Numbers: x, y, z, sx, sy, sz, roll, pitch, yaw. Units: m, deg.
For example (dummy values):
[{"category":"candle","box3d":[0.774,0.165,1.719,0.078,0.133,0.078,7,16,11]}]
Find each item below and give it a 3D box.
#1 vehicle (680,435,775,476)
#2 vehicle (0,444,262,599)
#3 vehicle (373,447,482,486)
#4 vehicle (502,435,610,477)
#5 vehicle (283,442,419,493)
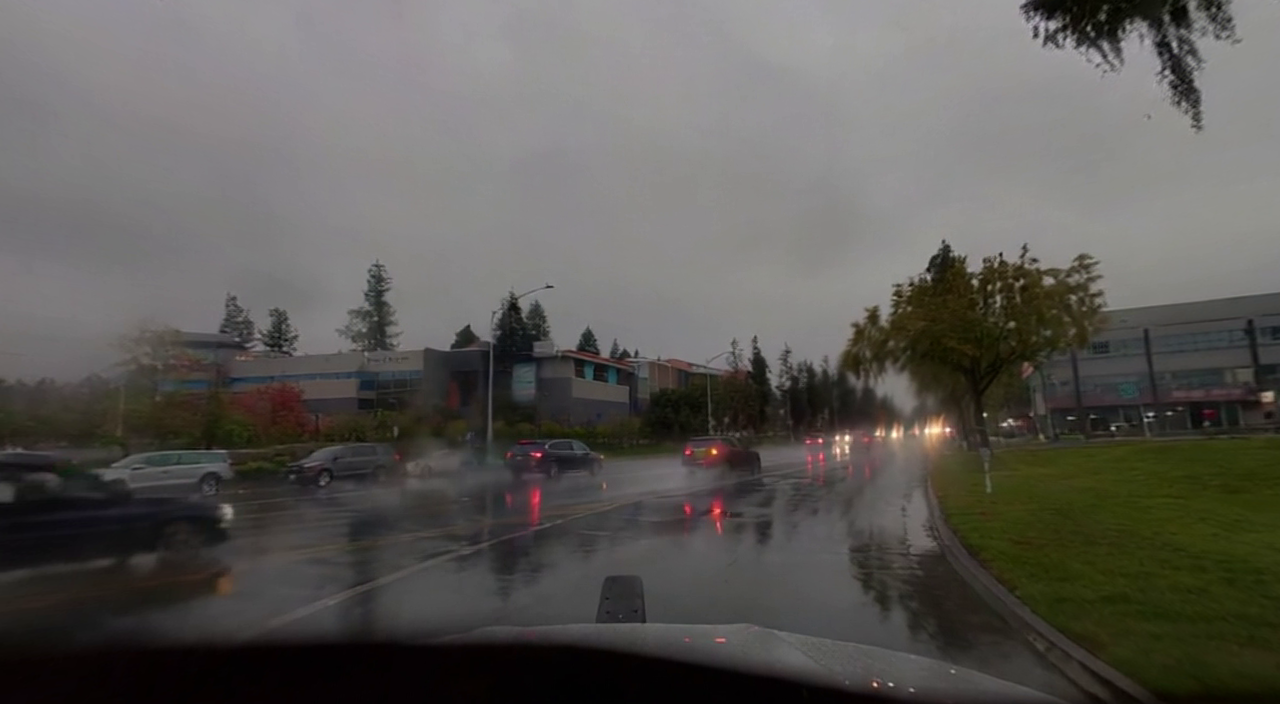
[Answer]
[{"category":"vehicle","box3d":[3.618,4.175,25.442,1.984,1.482,4.482,-6,-11,34]},{"category":"vehicle","box3d":[-6.954,1.669,6.503,2.056,1.442,4.725,-6,-11,36]},{"category":"vehicle","box3d":[-11.610,6.236,34.905,2.261,1.733,5.381,-5,-8,33]},{"category":"vehicle","box3d":[-3.858,4.897,29.792,2.506,1.718,4.822,-9,-12,31]},{"category":"vehicle","box3d":[-12.488,4.932,27.634,2.134,1.924,4.911,-5,-9,34]}]
